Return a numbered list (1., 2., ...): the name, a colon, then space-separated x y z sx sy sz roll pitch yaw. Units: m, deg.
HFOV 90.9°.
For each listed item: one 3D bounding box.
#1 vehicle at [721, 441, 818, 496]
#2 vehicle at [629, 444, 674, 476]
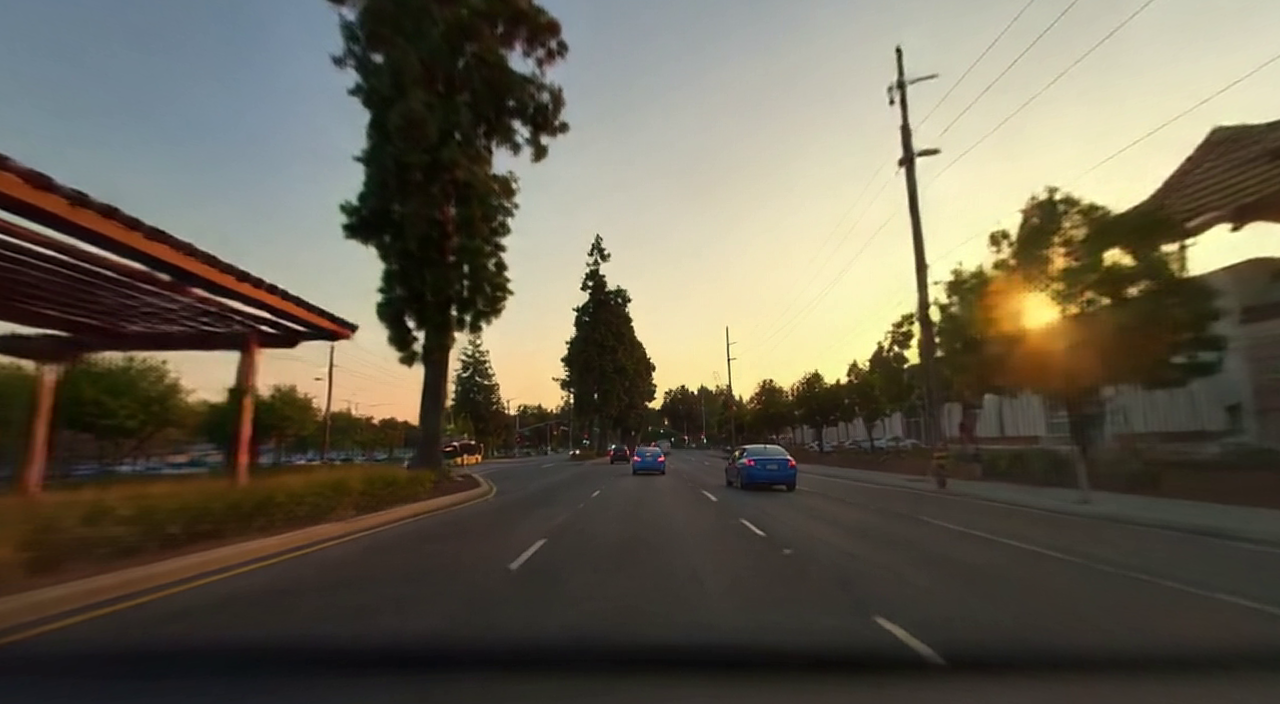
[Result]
1. vehicle: 3.876 3.577 19.729 2.067 1.497 4.327 0 -9 0
2. vehicle: 0.575 5.510 32.331 2.144 1.505 4.128 0 -9 0
